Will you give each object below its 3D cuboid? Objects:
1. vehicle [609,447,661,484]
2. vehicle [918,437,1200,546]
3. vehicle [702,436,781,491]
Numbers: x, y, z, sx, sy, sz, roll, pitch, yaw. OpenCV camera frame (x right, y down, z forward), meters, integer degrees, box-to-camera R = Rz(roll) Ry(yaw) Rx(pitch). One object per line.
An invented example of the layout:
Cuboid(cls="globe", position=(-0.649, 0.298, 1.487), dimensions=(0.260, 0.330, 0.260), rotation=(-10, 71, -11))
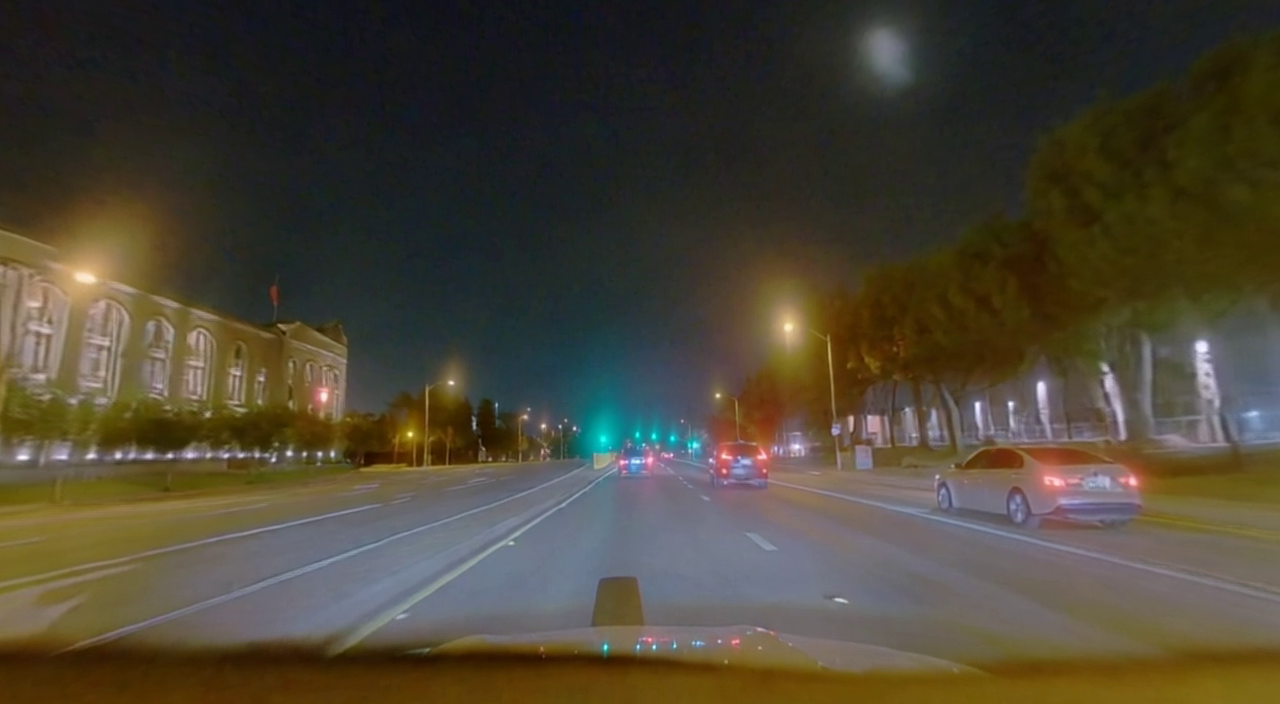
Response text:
Cuboid(cls="vehicle", position=(-0.213, 4.767, 26.849), dimensions=(2.054, 1.446, 3.969), rotation=(0, -9, -1))
Cuboid(cls="vehicle", position=(6.760, 2.259, 10.931), dimensions=(1.868, 1.472, 4.274), rotation=(0, -9, -1))
Cuboid(cls="vehicle", position=(3.543, 3.967, 22.834), dimensions=(2.036, 1.757, 4.300), rotation=(0, -9, -1))
